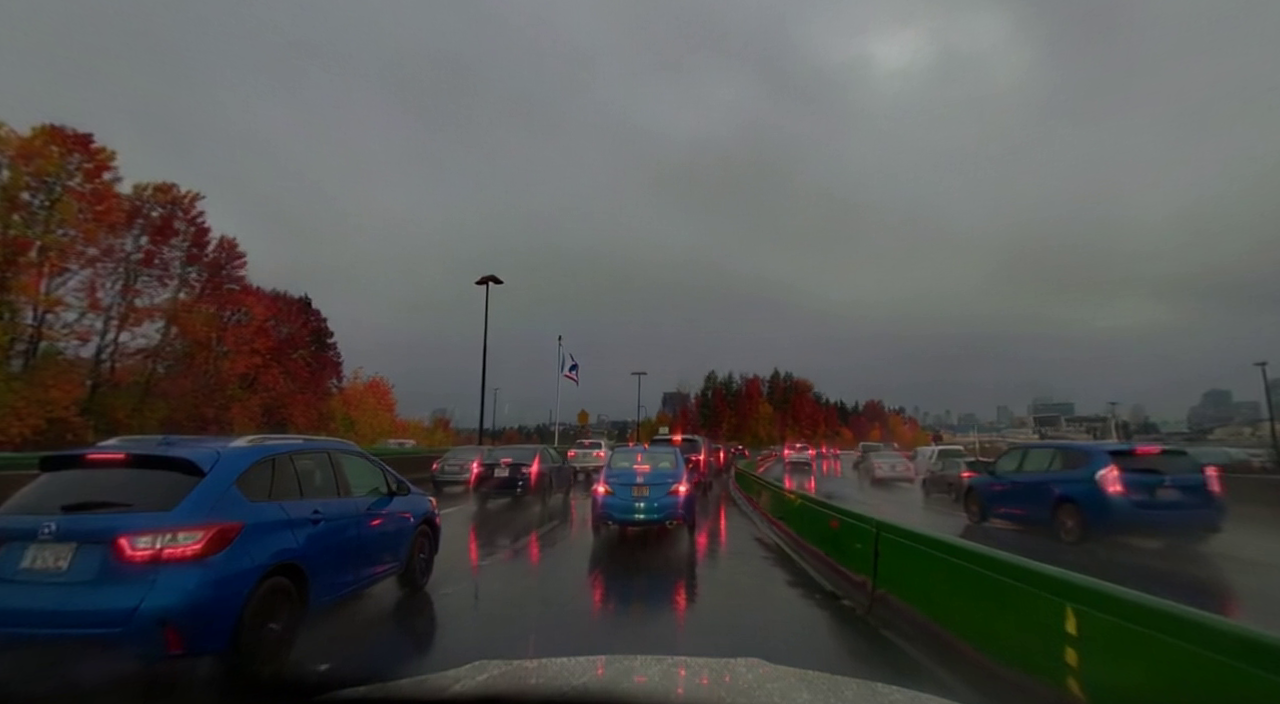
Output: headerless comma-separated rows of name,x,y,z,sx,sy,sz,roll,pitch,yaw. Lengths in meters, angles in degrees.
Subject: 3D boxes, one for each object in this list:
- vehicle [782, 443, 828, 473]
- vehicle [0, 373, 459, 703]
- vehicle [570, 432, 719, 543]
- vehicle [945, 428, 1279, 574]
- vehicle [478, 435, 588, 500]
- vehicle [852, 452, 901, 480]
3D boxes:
vehicle,9.244,5.968,35.606,1.944,1.544,4.301,-1,-9,7
vehicle,-3.144,1.226,4.914,1.988,1.635,4.260,0,-9,3
vehicle,0.202,2.221,11.012,2.090,1.506,4.276,0,-9,4
vehicle,6.665,2.029,9.432,2.011,1.610,4.568,0,-9,2
vehicle,-2.837,3.210,17.930,1.974,1.549,4.603,0,-9,5
vehicle,13.430,6.467,35.929,1.749,1.481,3.808,-1,-9,7
